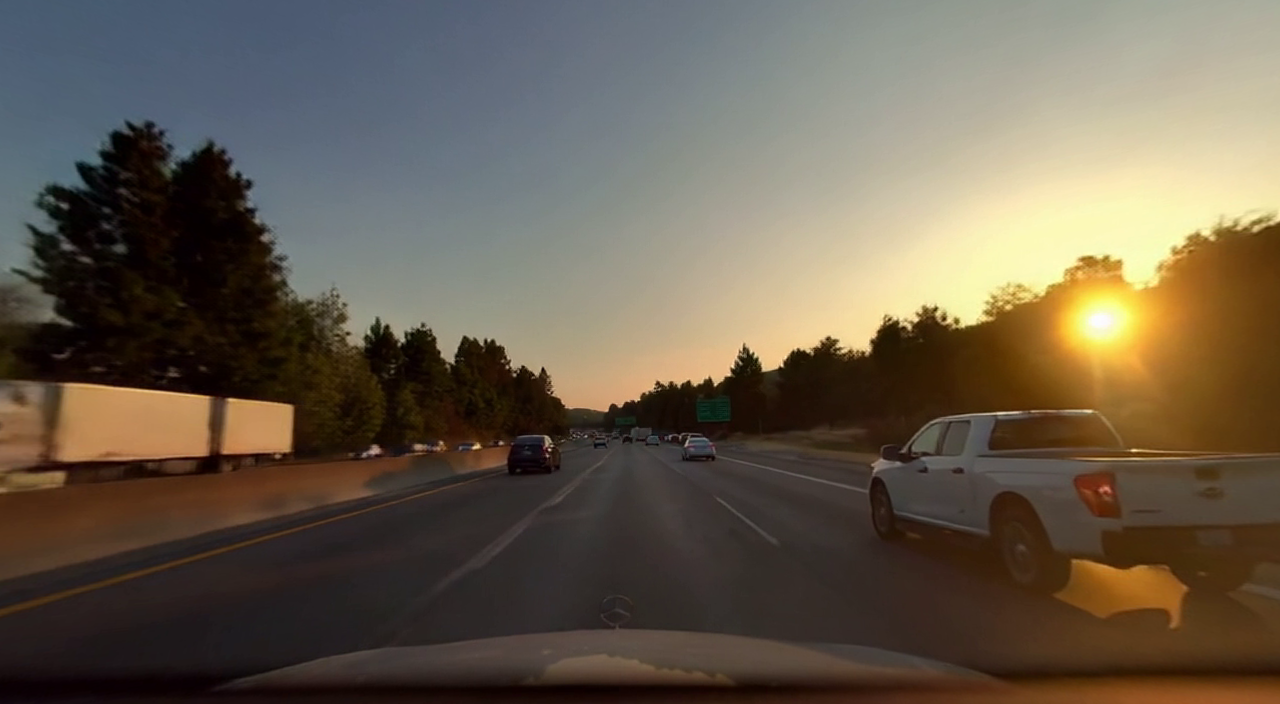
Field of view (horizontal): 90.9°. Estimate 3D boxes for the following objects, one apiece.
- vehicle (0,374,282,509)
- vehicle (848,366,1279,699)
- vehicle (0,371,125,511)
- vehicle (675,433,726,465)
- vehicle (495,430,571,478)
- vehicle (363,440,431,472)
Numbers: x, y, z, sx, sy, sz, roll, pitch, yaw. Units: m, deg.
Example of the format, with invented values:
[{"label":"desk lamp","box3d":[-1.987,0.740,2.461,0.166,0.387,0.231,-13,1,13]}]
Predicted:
[{"label":"vehicle","box3d":[-19.629,3.505,25.234,2.802,3.913,13.577,0,-8,-1]},{"label":"vehicle","box3d":[3.665,1.204,5.559,1.949,1.639,4.748,0,-8,-1]},{"label":"vehicle","box3d":[-19.468,2.652,18.852,2.967,3.876,5.923,0,-8,-1]},{"label":"vehicle","box3d":[2.921,4.774,31.173,1.990,1.480,3.865,0,-8,-2]},{"label":"vehicle","box3d":[-3.857,3.746,23.562,2.011,1.614,4.808,0,-8,0]},{"label":"vehicle","box3d":[-12.364,5.287,32.389,1.848,1.517,4.205,0,-8,-1]}]
